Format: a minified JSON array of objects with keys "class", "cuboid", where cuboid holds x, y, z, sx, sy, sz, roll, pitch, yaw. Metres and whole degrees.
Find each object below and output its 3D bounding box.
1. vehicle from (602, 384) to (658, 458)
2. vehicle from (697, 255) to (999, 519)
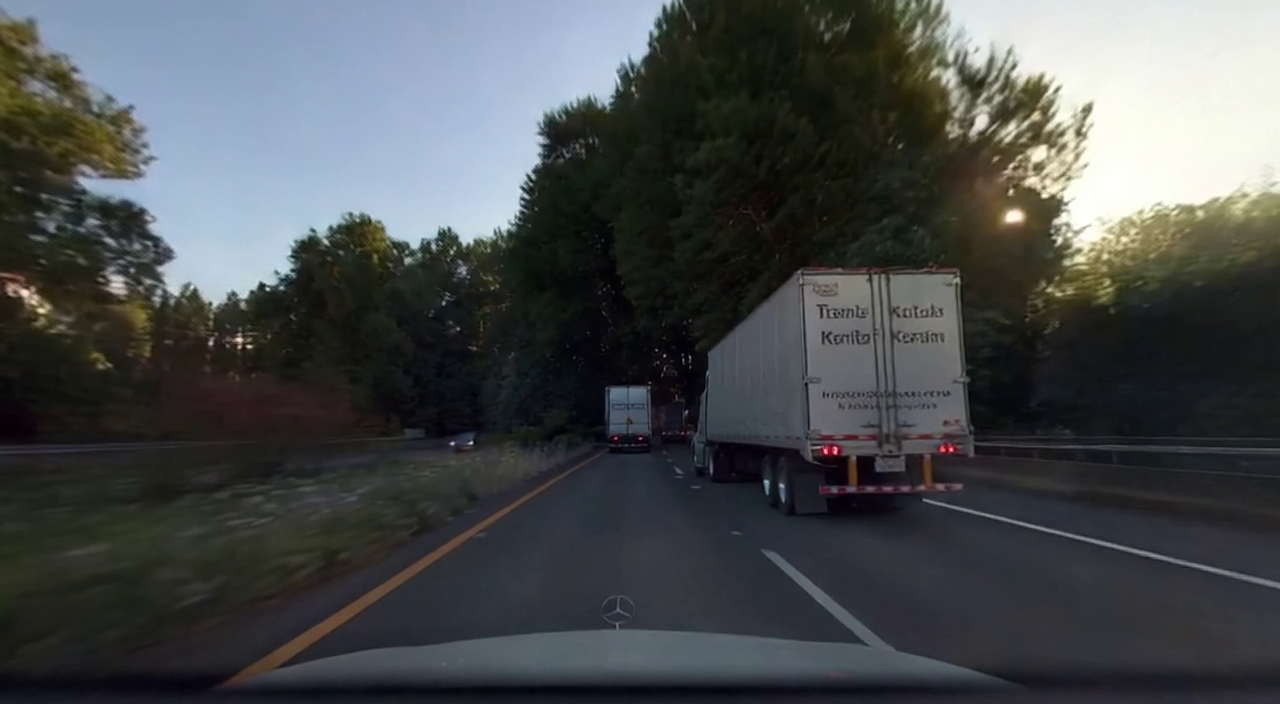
[{"class":"vehicle","cuboid":[-0.611,4.307,38.357,2.958,3.917,10.196,0,-8,-1]},{"class":"vehicle","cuboid":[3.872,1.469,17.100,2.856,4.145,14.500,0,-8,-2]}]
